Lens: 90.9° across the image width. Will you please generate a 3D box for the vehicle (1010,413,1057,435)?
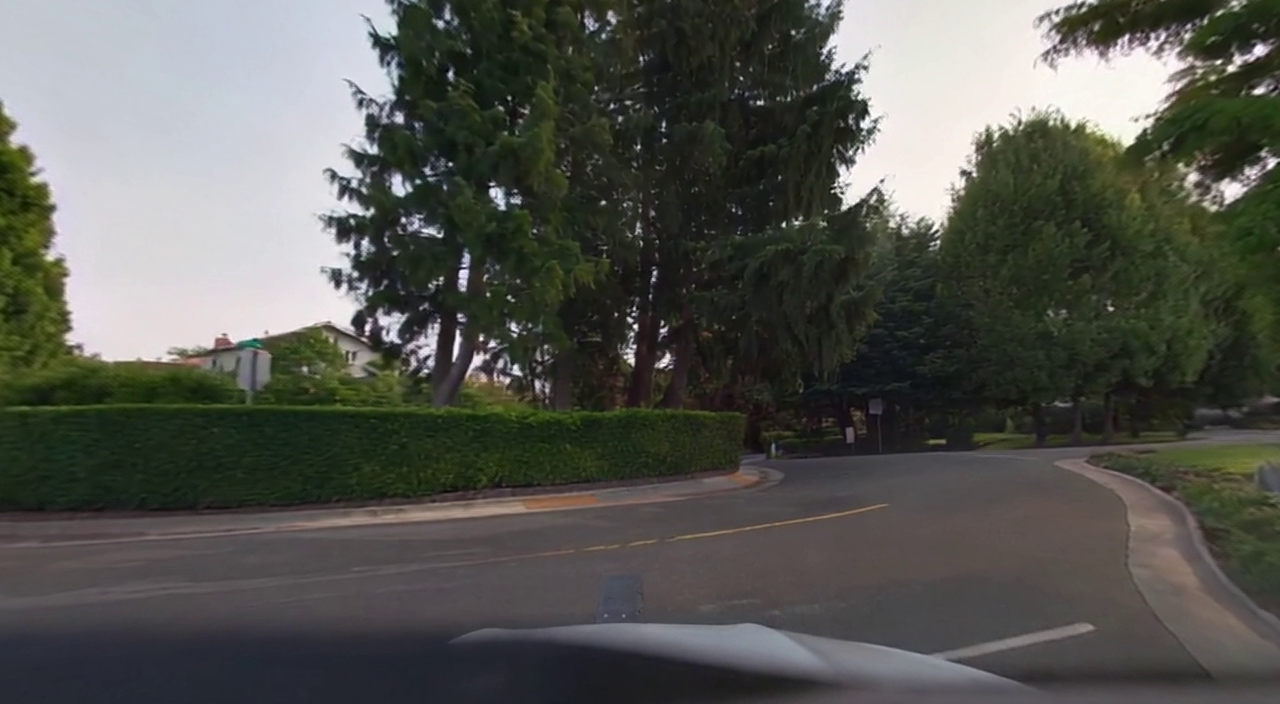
[{"bbox_3d":[28.102,5.159,45.127,1.802,1.548,3.501,-2,-7,15],"label":"vehicle"}]
